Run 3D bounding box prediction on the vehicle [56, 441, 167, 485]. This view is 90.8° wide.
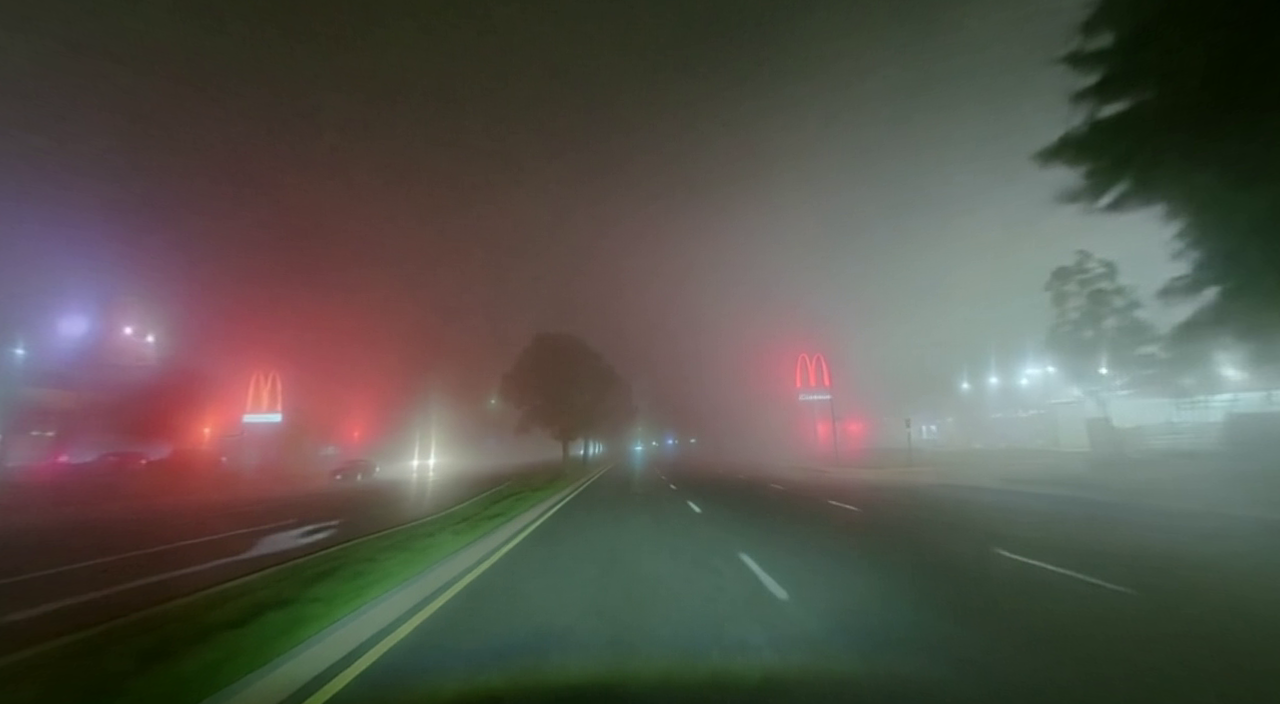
[{"bbox_3d":[-29.731,6.157,35.519,5.630,2.280,2.513,-4,-9,26],"label":"vehicle"}]

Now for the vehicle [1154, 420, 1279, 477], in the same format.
[{"bbox_3d":[21.313,3.257,21.291,2.480,1.766,6.529,0,-8,0],"label":"vehicle"}]

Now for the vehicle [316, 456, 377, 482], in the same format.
[{"bbox_3d":[-19.417,7.722,42.017,2.012,1.471,4.613,-2,-8,-2],"label":"vehicle"}]

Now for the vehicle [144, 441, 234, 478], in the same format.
[{"bbox_3d":[-29.813,7.058,41.725,5.867,2.279,2.342,-5,-10,28],"label":"vehicle"}]
